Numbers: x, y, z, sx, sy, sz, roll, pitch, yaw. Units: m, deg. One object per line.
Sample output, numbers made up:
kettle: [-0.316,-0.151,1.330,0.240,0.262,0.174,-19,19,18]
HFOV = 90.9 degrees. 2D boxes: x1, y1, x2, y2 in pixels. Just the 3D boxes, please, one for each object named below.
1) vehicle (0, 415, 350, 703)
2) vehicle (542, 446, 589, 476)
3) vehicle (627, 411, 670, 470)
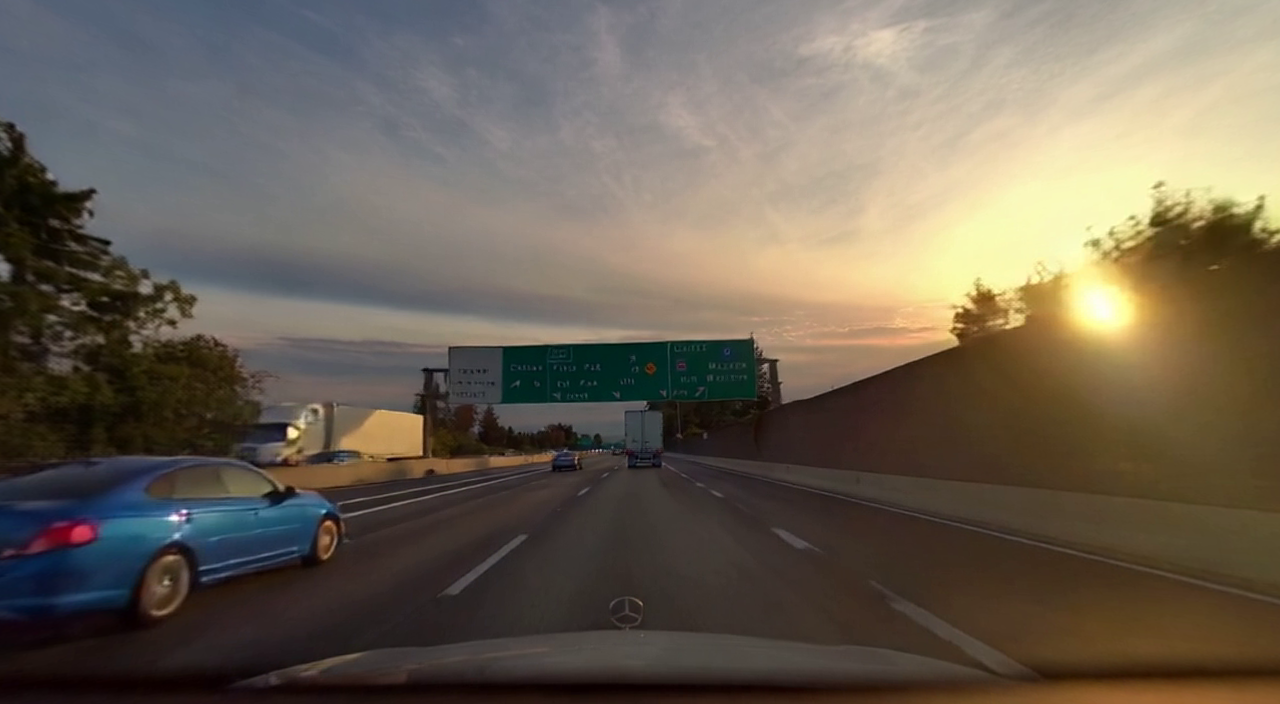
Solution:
vehicle: [-4.260,1.284,4.647,1.977,1.478,4.702,0,-9,0]
vehicle: [-4.007,5.933,34.629,1.974,1.531,4.429,0,-9,1]
vehicle: [0.632,6.852,48.435,2.980,4.051,10.359,0,-9,0]
